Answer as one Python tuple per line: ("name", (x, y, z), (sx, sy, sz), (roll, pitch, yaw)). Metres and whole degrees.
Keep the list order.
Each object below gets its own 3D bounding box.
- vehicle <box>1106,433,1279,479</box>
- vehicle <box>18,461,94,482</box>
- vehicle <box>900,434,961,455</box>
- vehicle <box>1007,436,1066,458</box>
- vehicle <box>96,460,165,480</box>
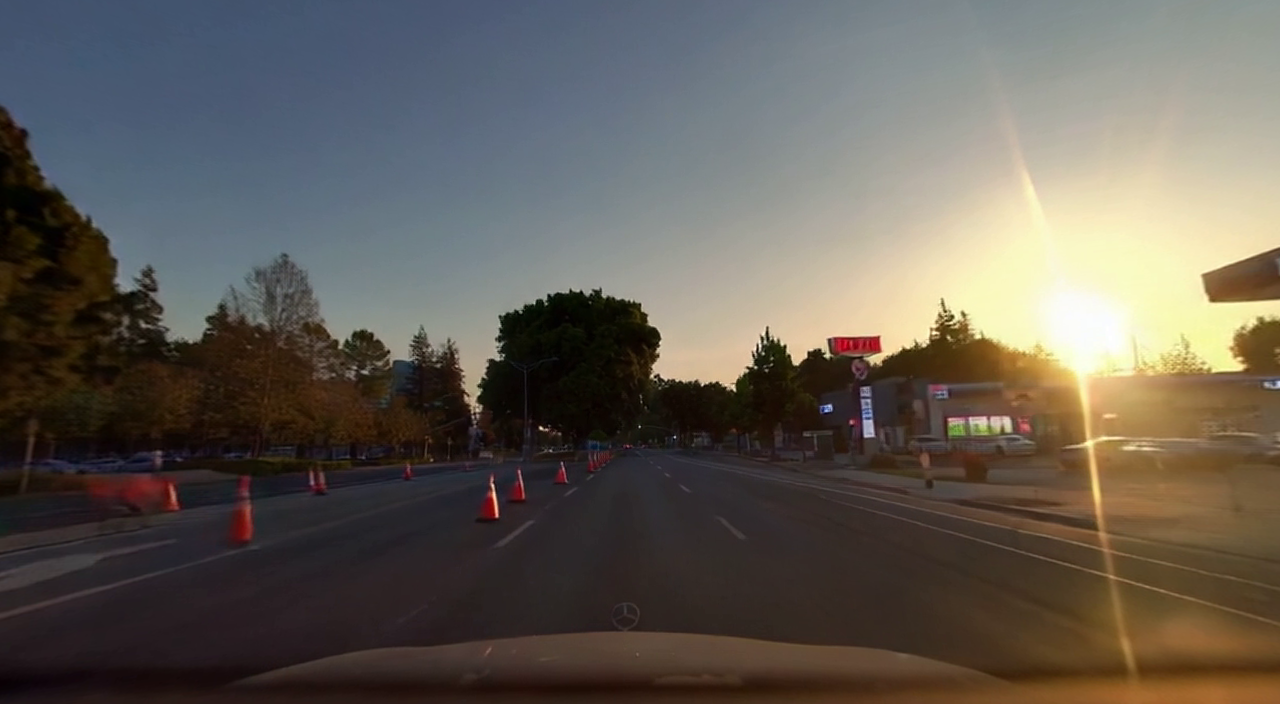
("vehicle", (18.340, 3.370, 20.578), (4.674, 1.399, 1.987), (0, -8, 0))
("vehicle", (-45.002, 9.183, 48.784), (1.876, 1.475, 4.116), (0, -9, 0))
("vehicle", (20.707, 6.616, 45.110), (3.526, 1.430, 1.698), (0, -9, 1))
("vehicle", (29.750, 7.166, 47.566), (1.784, 1.567, 3.930), (-1, -9, -1))
("vehicle", (-39.387, 9.113, 48.944), (1.676, 1.381, 4.392), (0, -8, 1))
